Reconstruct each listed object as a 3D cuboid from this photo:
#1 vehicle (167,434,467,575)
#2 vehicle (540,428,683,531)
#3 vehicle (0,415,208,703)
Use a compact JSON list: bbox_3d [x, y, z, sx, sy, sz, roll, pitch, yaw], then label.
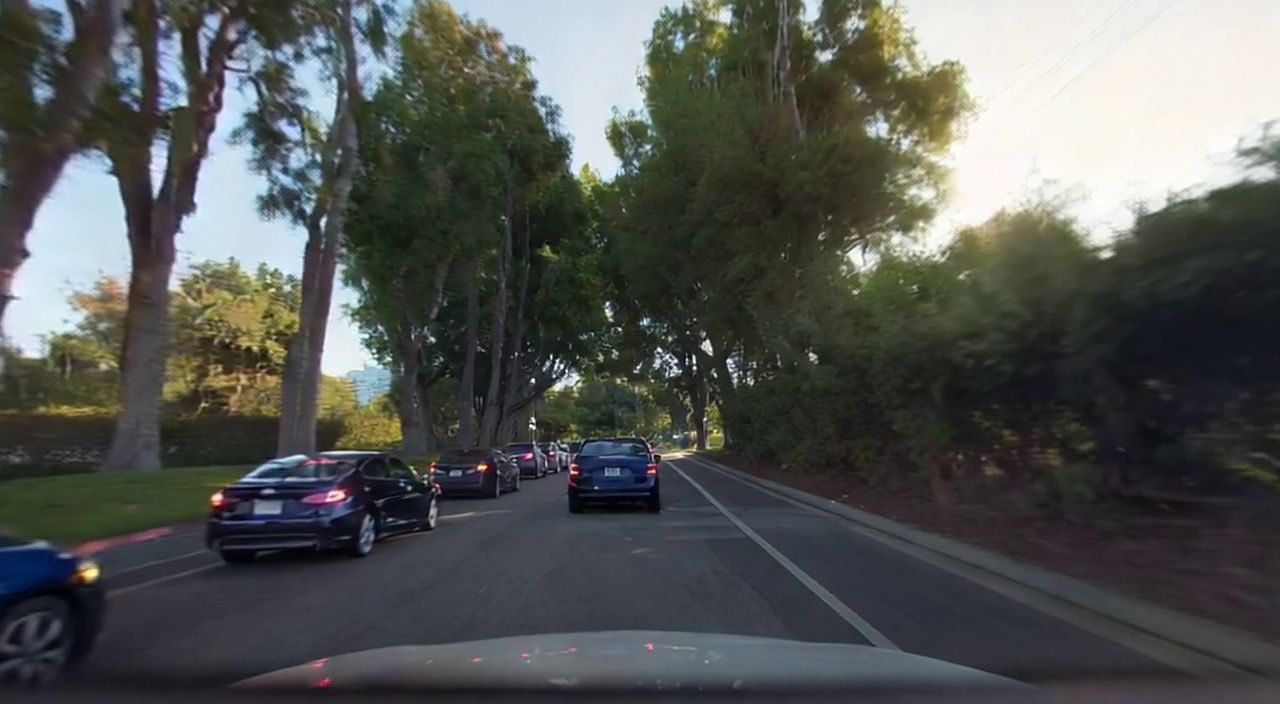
[{"bbox_3d":[-3.847,1.848,8.515,1.784,1.408,4.141,0,-8,1],"label":"vehicle"},{"bbox_3d":[-0.460,2.203,11.538,2.127,1.517,4.090,0,-8,-1],"label":"vehicle"},{"bbox_3d":[-3.907,0.868,1.794,1.968,1.459,4.734,0,-8,1],"label":"vehicle"}]
